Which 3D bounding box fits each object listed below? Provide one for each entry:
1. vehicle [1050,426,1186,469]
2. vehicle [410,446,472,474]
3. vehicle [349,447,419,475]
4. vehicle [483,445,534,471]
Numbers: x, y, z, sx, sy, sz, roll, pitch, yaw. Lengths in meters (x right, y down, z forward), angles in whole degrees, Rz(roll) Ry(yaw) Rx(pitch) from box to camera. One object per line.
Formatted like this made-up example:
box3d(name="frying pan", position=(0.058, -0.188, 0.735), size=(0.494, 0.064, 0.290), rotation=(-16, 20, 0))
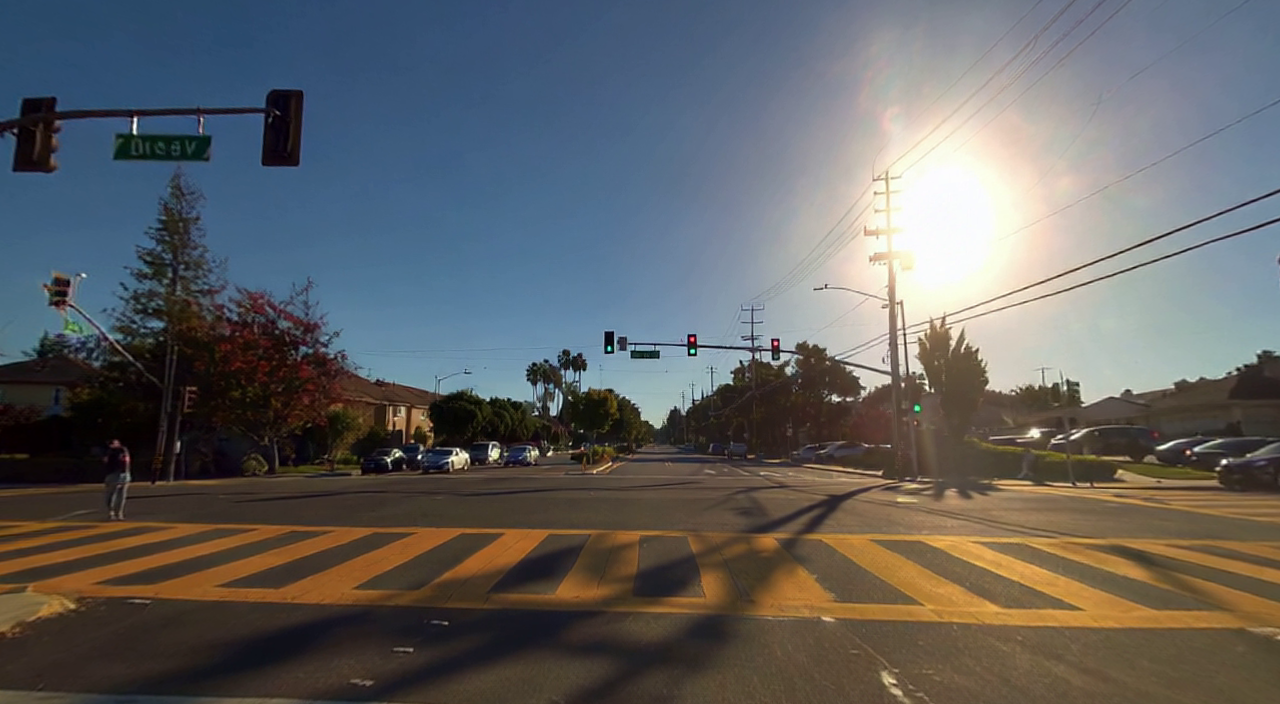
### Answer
box3d(name="vehicle", position=(25.281, 5.100, 33.682), size=(2.177, 2.086, 5.514), rotation=(2, -9, -14))
box3d(name="vehicle", position=(-10.970, 5.950, 35.068), size=(2.007, 1.451, 4.242), rotation=(0, -8, 1))
box3d(name="vehicle", position=(-14.627, 6.232, 36.330), size=(2.035, 1.470, 4.677), rotation=(0, -8, 0))
box3d(name="vehicle", position=(-7.664, 6.191, 37.132), size=(1.958, 1.415, 4.312), rotation=(0, -8, 1))
